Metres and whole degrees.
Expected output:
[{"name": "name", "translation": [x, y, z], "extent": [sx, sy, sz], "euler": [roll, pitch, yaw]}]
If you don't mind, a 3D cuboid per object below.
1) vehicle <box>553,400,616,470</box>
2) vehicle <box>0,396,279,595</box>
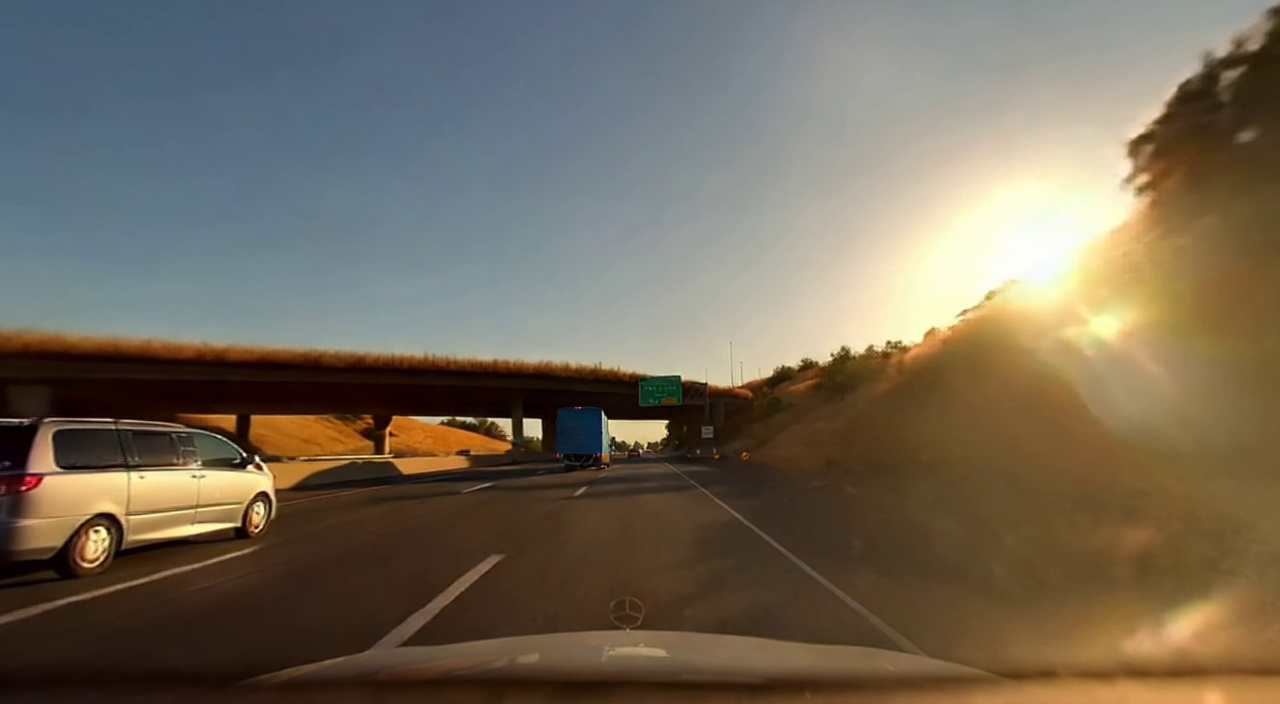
[{"name": "vehicle", "translation": [-3.565, 5.982, 44.683], "extent": [2.893, 4.073, 15.281], "euler": [0, -8, 1]}, {"name": "vehicle", "translation": [-7.145, 1.628, 7.857], "extent": [2.175, 1.860, 5.236], "euler": [0, -8, 0]}]
